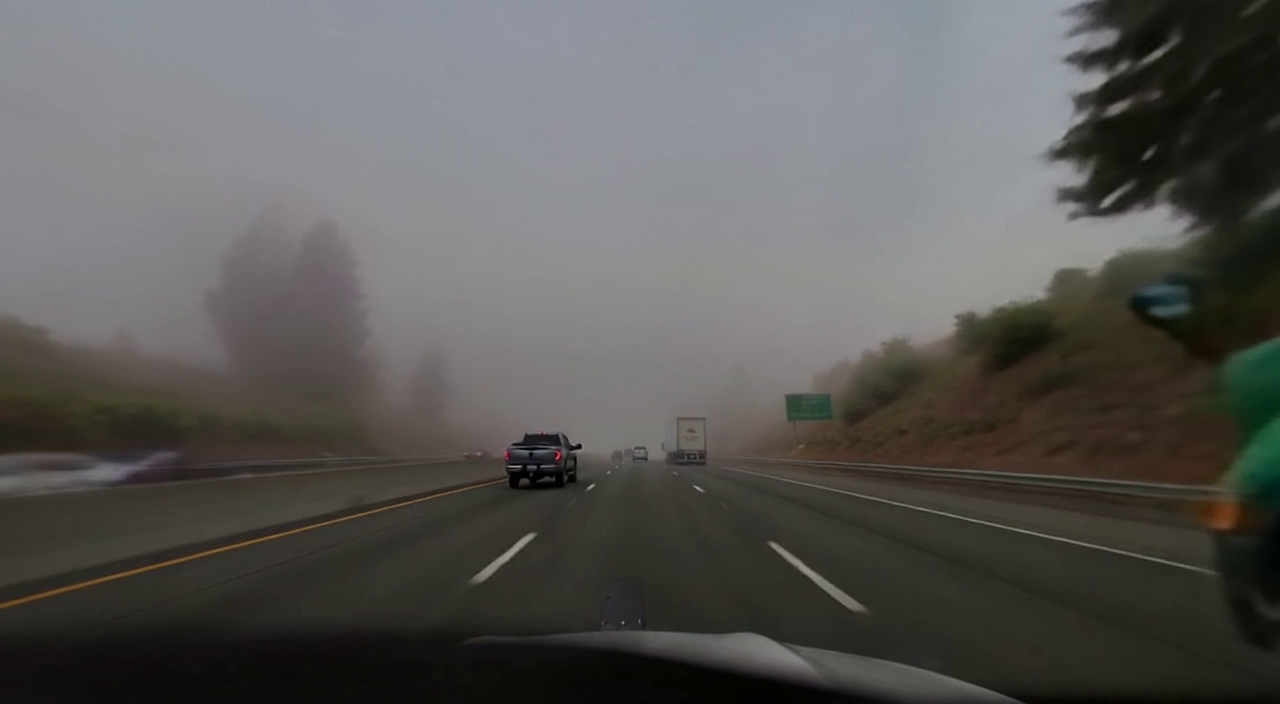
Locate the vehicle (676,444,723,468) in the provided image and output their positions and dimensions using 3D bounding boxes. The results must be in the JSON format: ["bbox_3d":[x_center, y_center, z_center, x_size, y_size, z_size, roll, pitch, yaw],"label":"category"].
[{"bbox_3d":[4.277,7.730,47.095,2.654,1.574,9.537,-1,-9,1],"label":"vehicle"}]

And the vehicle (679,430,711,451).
[{"bbox_3d":[4.143,6.809,48.393,1.968,1.547,4.215,0,-9,-2],"label":"vehicle"}]

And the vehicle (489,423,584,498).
[{"bbox_3d":[-3.052,3.338,19.698,2.142,2.044,4.446,0,-9,1],"label":"vehicle"}]
